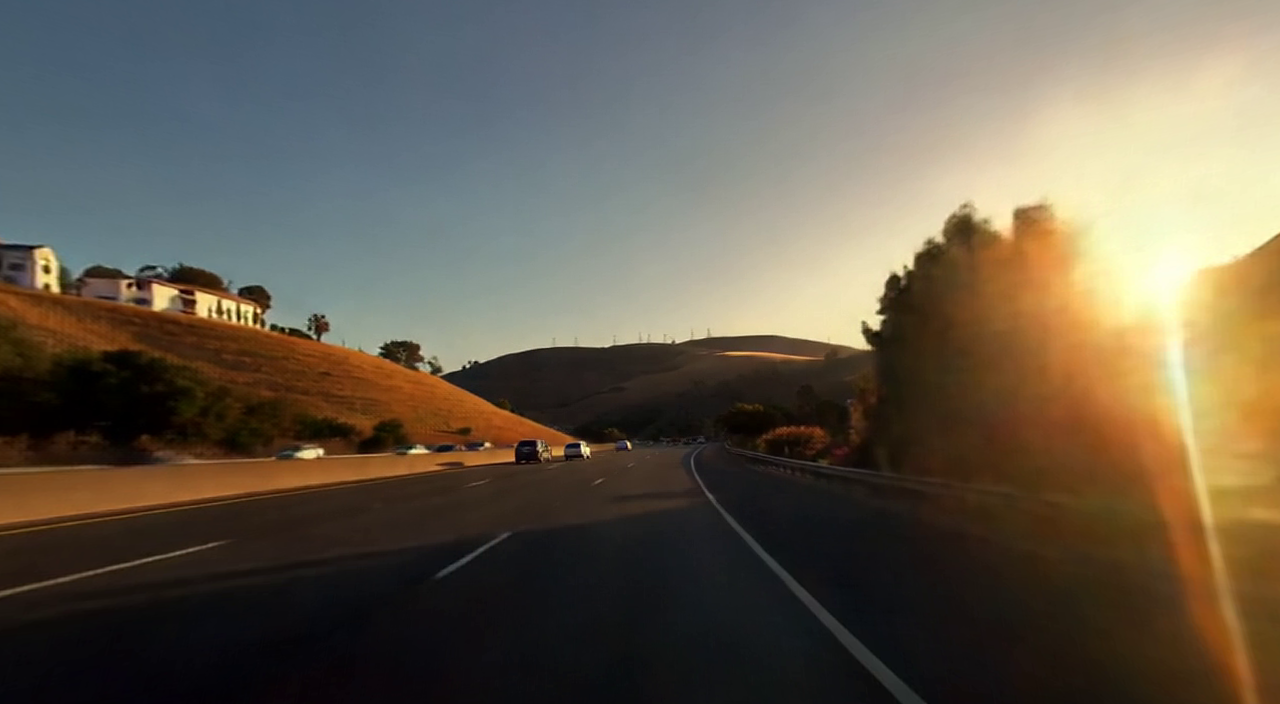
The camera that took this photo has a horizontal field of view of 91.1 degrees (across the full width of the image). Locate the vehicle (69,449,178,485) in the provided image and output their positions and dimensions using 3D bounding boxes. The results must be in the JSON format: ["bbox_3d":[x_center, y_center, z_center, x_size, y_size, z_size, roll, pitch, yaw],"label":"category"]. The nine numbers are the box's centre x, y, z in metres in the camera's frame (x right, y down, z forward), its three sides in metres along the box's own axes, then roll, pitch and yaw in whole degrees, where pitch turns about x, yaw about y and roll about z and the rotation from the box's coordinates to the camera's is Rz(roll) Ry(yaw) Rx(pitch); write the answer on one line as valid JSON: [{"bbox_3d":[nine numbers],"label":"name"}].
[{"bbox_3d":[-21.540,4.780,26.351,1.573,1.361,3.355,0,-8,4],"label":"vehicle"}]

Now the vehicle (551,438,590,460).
[{"bbox_3d":[-5.058,7.145,46.370,2.010,1.489,4.456,-1,-9,5],"label":"vehicle"}]

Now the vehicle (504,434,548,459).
[{"bbox_3d":[-8.544,7.132,47.501,2.063,1.743,4.392,-1,-9,6],"label":"vehicle"}]
